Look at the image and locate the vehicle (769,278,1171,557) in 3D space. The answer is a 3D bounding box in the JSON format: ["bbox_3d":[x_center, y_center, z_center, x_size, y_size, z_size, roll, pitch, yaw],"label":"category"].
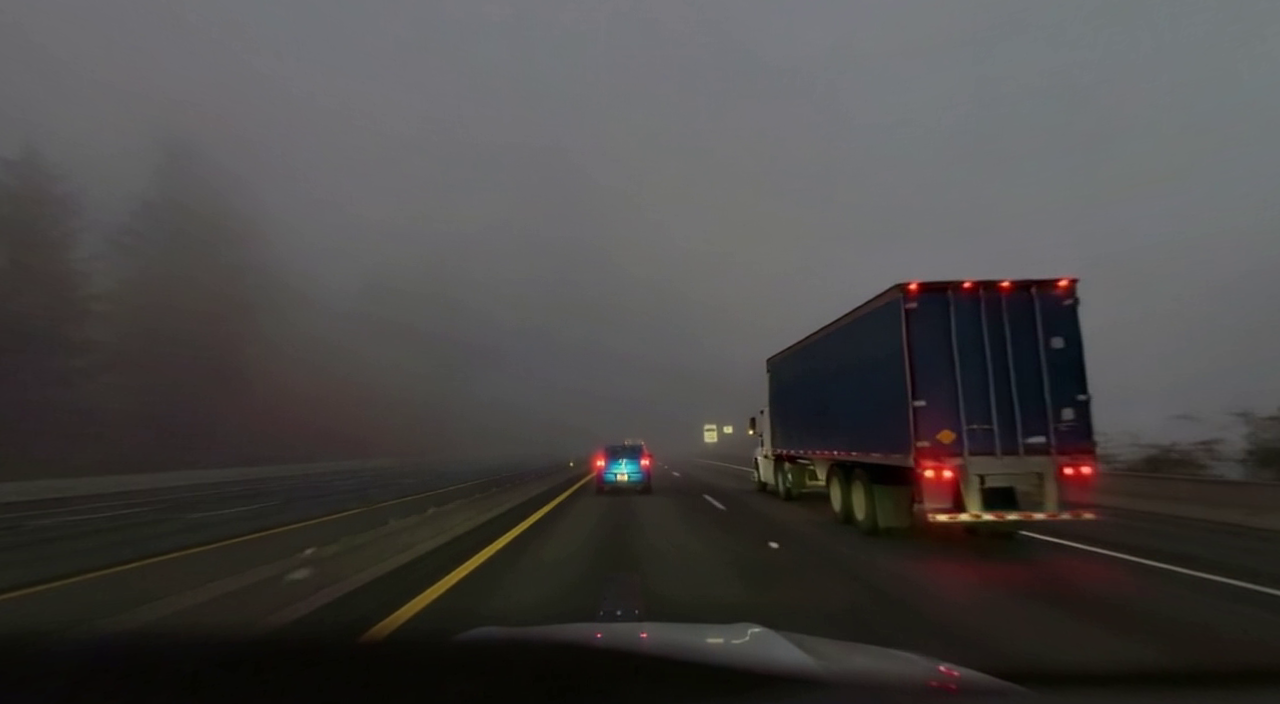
[{"bbox_3d":[4.484,1.234,10.786,2.791,3.201,7.145,0,-9,-1],"label":"vehicle"}]

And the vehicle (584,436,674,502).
[{"bbox_3d":[-0.276,2.984,16.409,2.066,1.490,3.759,0,-9,-1],"label":"vehicle"}]
